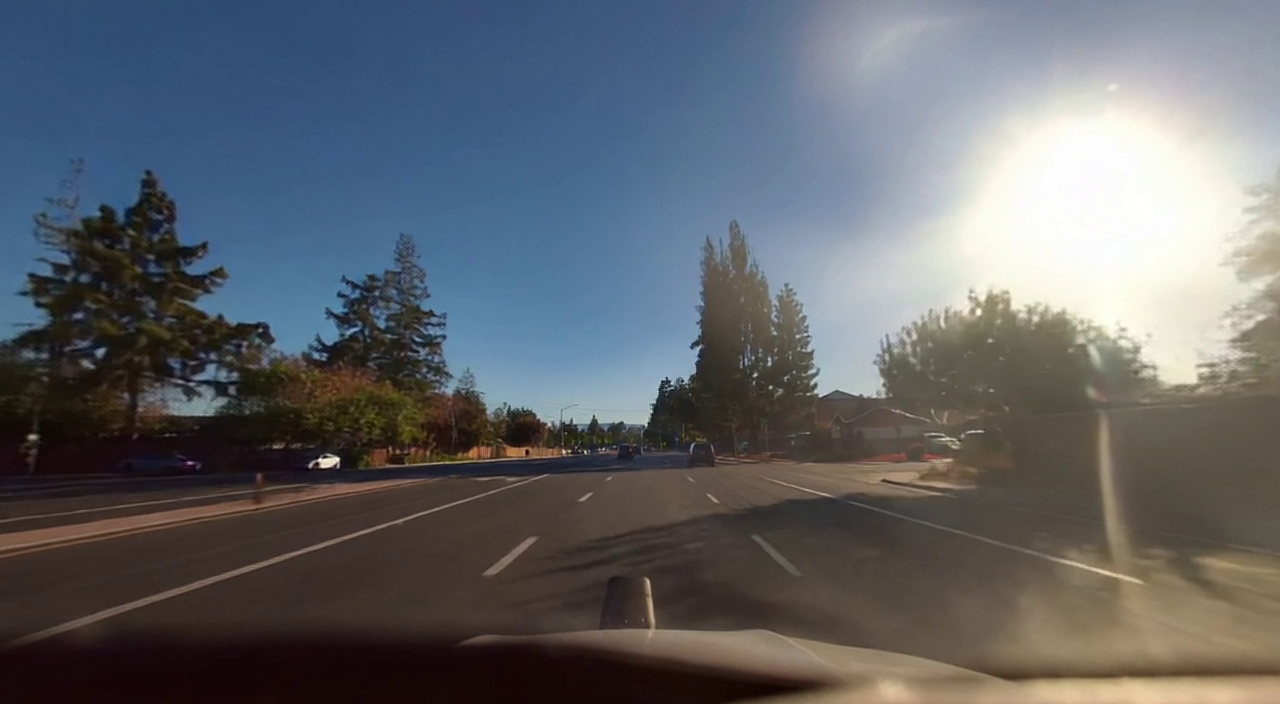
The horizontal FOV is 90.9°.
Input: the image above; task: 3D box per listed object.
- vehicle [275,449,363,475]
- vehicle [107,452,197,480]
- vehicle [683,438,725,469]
[{"bbox_3d":[-19.651,6.733,38.730,4.351,1.489,1.890,0,-8,-1],"label":"vehicle"},{"bbox_3d":[-27.811,6.478,35.943,4.317,1.476,1.910,-3,-9,19],"label":"vehicle"},{"bbox_3d":[3.960,6.345,39.529,2.114,1.780,4.445,0,-8,0],"label":"vehicle"}]
